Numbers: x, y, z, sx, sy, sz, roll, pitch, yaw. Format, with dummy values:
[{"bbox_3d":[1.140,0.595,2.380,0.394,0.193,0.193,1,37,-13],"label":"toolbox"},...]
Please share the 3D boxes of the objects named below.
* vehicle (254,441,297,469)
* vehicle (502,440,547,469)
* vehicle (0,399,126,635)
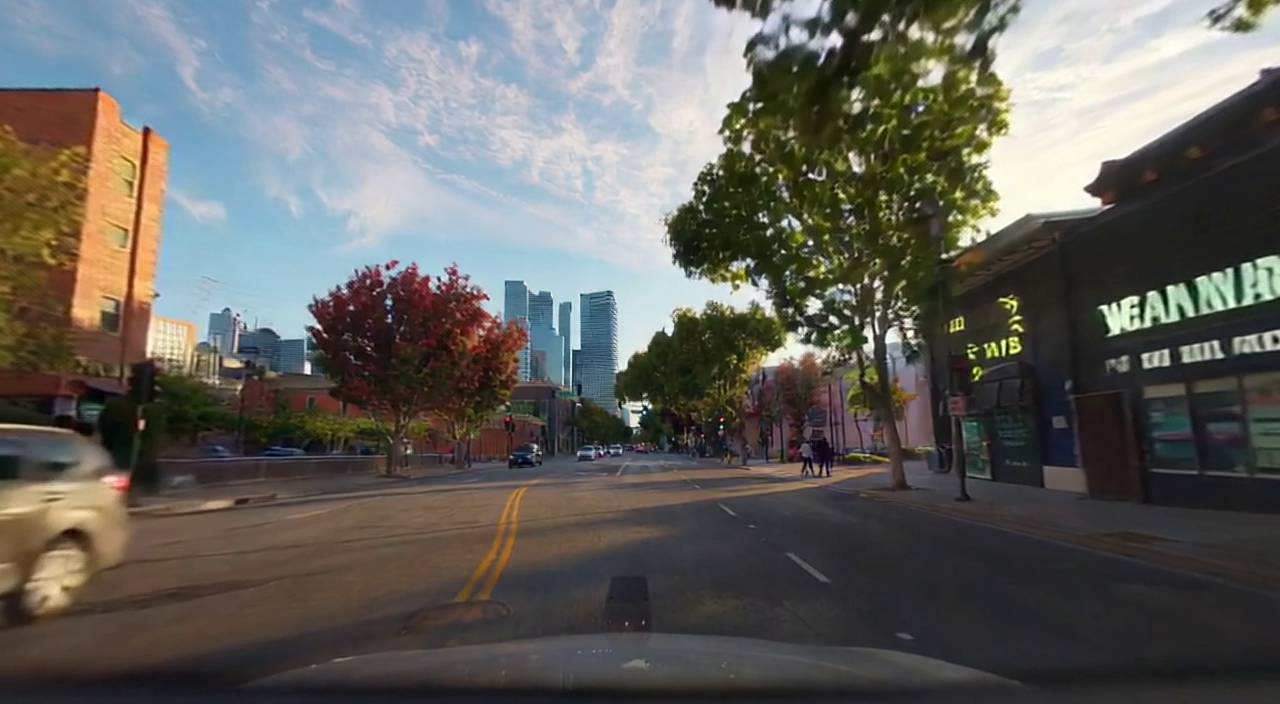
[{"bbox_3d":[-26.142,7.324,45.094,2.099,1.901,4.832,6,-10,-35],"label":"vehicle"},{"bbox_3d":[-8.159,7.265,44.947,2.242,1.919,4.922,0,-8,1],"label":"vehicle"},{"bbox_3d":[-5.752,1.047,3.484,2.055,1.714,4.374,0,-8,1],"label":"vehicle"}]
